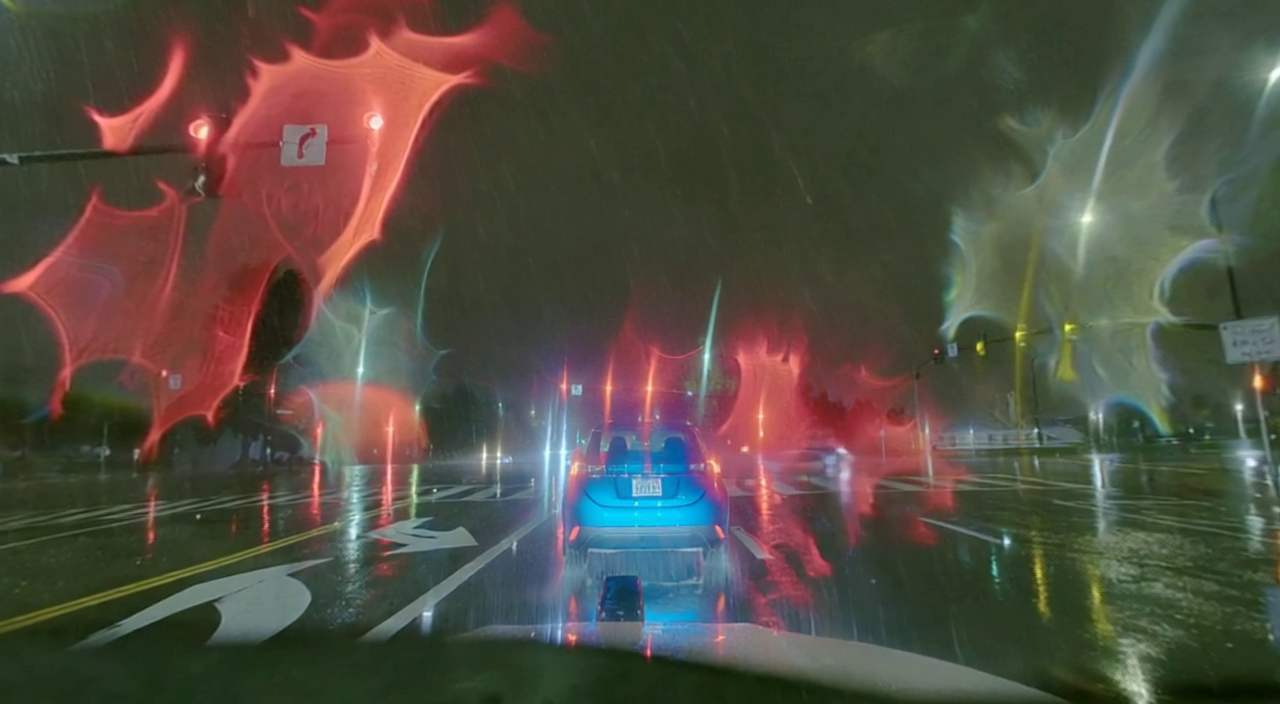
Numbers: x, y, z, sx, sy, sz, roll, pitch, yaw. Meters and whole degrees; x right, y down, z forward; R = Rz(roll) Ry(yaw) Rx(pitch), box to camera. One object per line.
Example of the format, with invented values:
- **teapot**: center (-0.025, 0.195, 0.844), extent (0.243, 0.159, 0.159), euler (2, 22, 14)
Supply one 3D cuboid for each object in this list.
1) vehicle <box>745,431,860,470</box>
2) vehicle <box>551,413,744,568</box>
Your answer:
- **vehicle**: center (8.117, 4.967, 31.964), extent (5.247, 1.889, 2.050), euler (0, -9, 1)
- **vehicle**: center (0.039, 1.757, 8.711), extent (2.027, 1.626, 3.942), euler (0, -8, -1)
